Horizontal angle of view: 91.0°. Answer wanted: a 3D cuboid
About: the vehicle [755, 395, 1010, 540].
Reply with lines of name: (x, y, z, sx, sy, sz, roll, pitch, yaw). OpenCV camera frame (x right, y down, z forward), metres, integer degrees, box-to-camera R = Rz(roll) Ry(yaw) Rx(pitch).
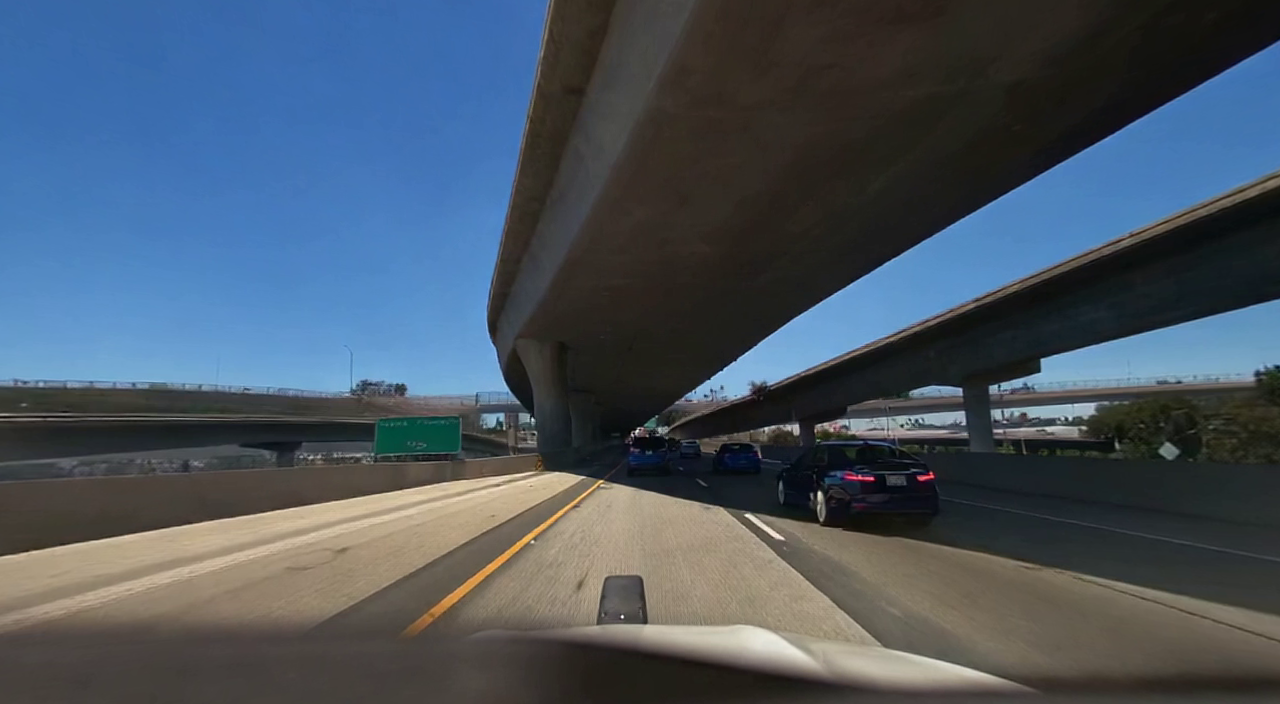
vehicle: (3.923, 2.046, 11.726, 2.404, 2.014, 5.655, 0, -9, -1)

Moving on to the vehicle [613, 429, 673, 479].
vehicle: (0.122, 4.214, 26.163, 2.264, 1.841, 4.583, 0, -9, 0)

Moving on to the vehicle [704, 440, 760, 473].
vehicle: (4.527, 5.219, 31.566, 2.047, 1.500, 4.017, 1, -9, -2)

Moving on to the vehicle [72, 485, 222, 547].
vehicle: (-16.788, 5.555, 21.764, 1.930, 1.662, 4.089, 1, -9, -3)
